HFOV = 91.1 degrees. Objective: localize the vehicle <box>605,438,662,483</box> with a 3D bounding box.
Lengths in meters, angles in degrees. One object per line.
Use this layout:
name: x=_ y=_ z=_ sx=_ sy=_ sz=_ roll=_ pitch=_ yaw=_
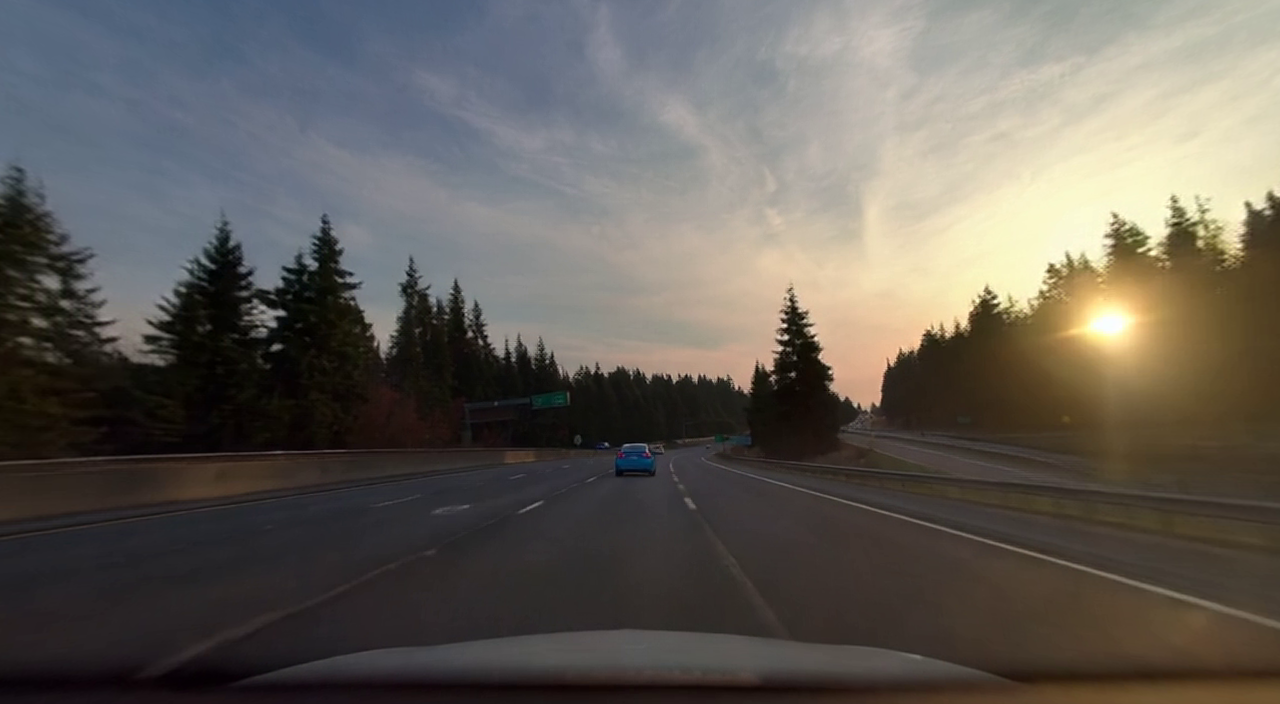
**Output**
vehicle: x=-0.175 y=4.449 z=25.990 sx=2.133 sy=1.686 sz=4.203 roll=-1 pitch=-8 yaw=3
